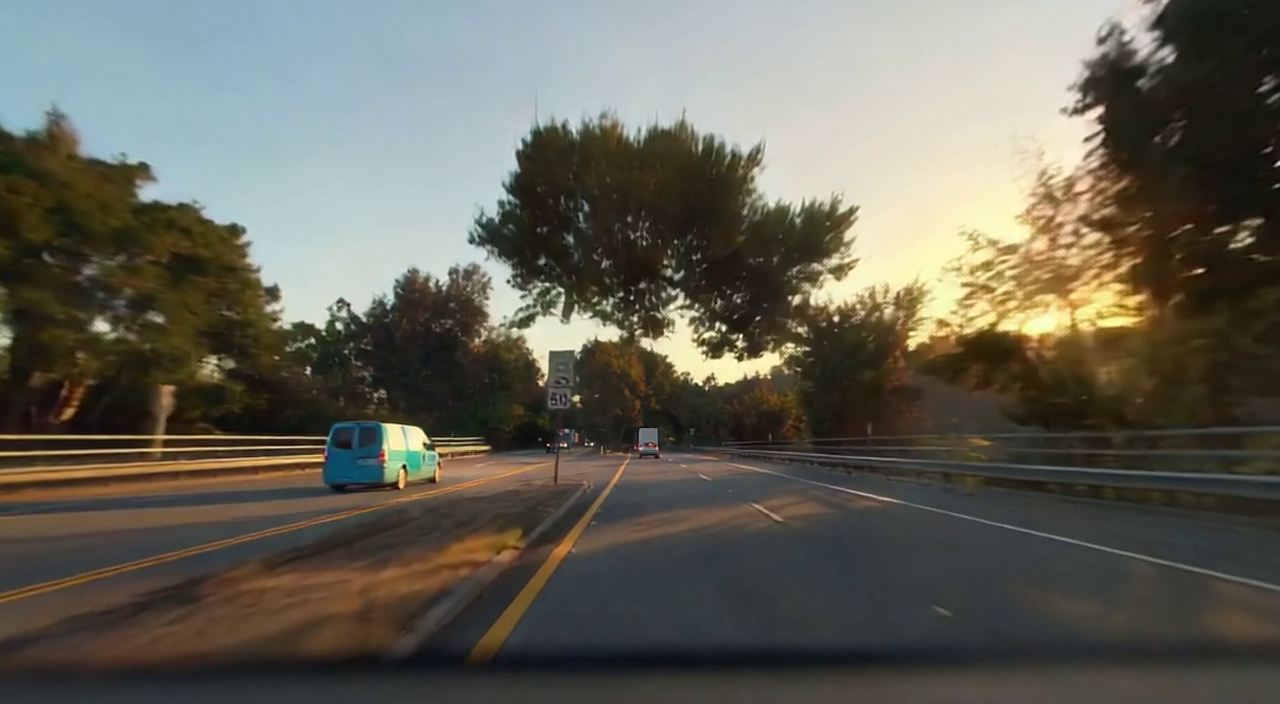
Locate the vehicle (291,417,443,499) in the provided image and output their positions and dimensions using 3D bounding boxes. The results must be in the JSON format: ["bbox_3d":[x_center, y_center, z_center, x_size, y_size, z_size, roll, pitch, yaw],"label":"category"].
[{"bbox_3d":[-7.095,2.806,16.977,2.068,1.897,4.372,0,-8,1],"label":"vehicle"}]

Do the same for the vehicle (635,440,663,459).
[{"bbox_3d":[0.688,7.564,48.912,2.061,1.469,3.782,0,-8,1],"label":"vehicle"}]
